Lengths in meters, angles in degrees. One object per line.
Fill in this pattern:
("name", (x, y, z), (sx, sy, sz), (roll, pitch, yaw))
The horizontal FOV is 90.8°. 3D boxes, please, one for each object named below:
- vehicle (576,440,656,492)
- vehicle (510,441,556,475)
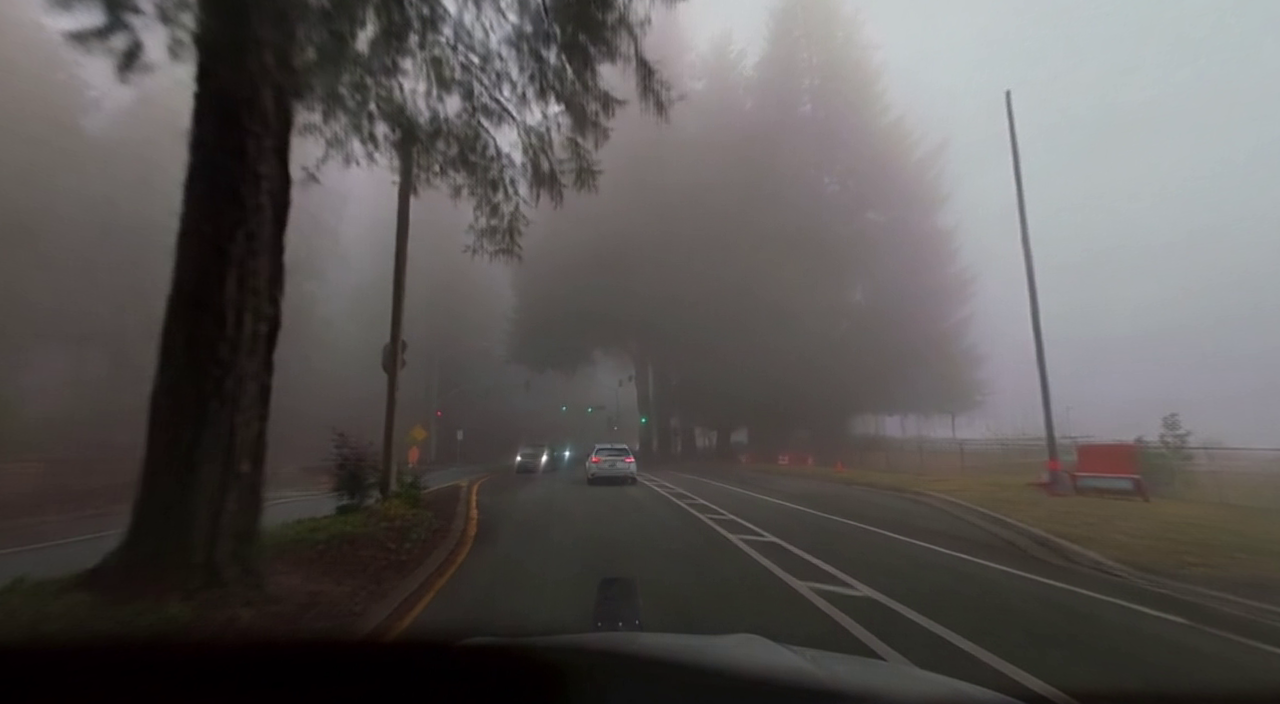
("vehicle", (-0.943, 3.734, 21.121), (2.266, 1.508, 4.430), (1, -9, -7))
("vehicle", (-5.672, 5.664, 34.045), (2.077, 1.665, 4.206), (1, -9, -5))
